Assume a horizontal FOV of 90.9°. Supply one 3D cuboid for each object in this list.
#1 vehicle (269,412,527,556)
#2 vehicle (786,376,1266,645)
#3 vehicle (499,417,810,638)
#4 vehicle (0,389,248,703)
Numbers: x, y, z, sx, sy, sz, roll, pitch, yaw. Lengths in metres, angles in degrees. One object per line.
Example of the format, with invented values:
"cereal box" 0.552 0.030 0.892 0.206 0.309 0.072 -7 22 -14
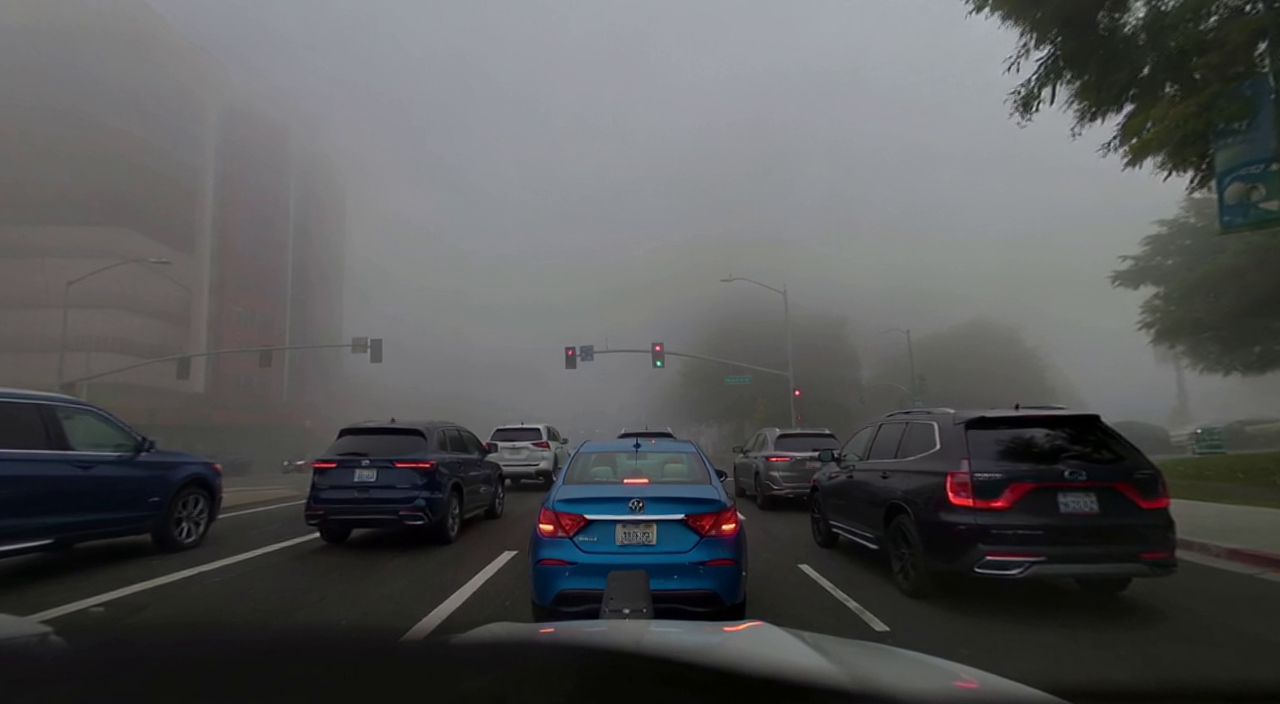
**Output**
"vehicle" -3.353 1.946 9.992 2.168 1.719 4.561 -1 -9 1
"vehicle" 3.108 1.382 6.479 2.108 1.785 4.334 0 -8 -1
"vehicle" 0.094 1.513 6.415 2.147 1.507 3.953 0 -8 0
"vehicle" -3.386 0.750 1.258 2.144 1.505 4.635 -1 -9 1
